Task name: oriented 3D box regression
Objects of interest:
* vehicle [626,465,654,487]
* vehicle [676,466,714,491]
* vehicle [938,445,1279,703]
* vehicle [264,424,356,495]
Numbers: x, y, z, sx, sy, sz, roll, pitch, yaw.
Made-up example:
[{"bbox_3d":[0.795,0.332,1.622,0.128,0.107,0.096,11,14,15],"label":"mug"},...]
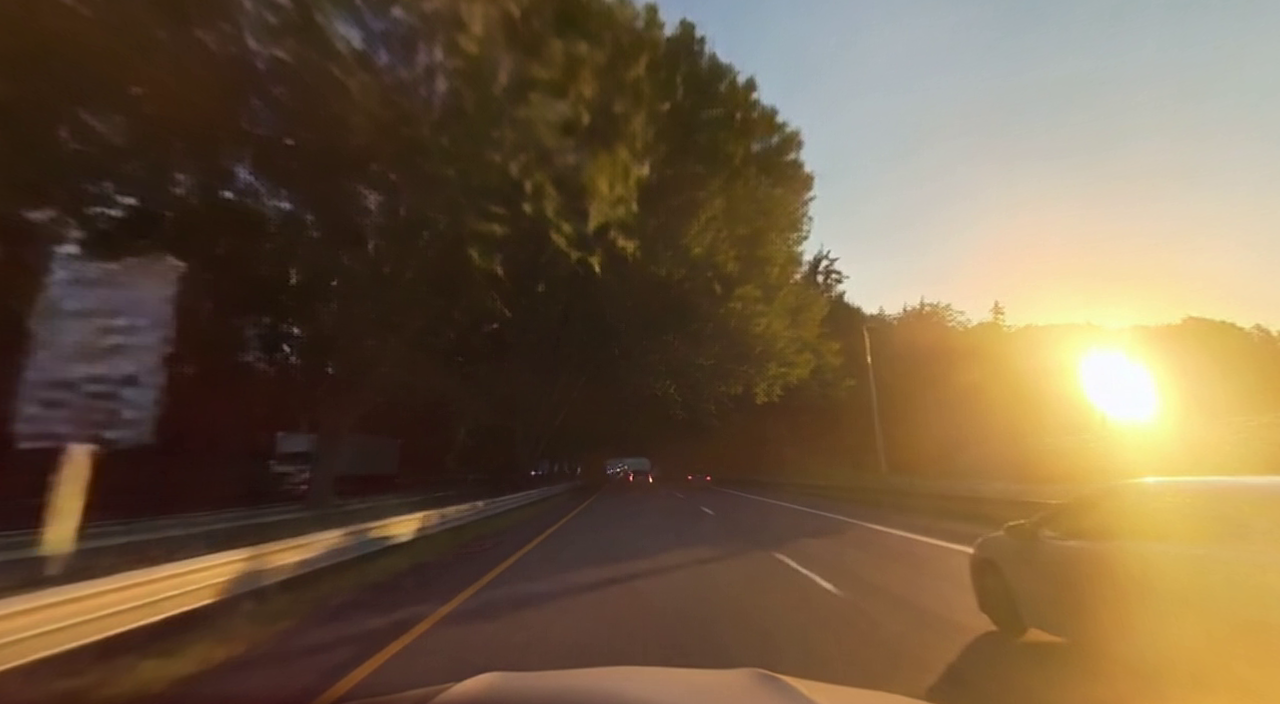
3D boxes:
[{"bbox_3d":[-0.019,9.230,46.947,1.980,1.483,3.865,1,-11,-1],"label":"vehicle"},{"bbox_3d":[3.467,8.100,40.499,1.976,1.467,3.783,1,-11,-2],"label":"vehicle"},{"bbox_3d":[3.967,1.303,3.642,2.018,1.426,4.941,1,-11,-1],"label":"vehicle"},{"bbox_3d":[-20.330,6.760,39.283,2.995,4.002,5.843,2,-11,-9],"label":"vehicle"}]
